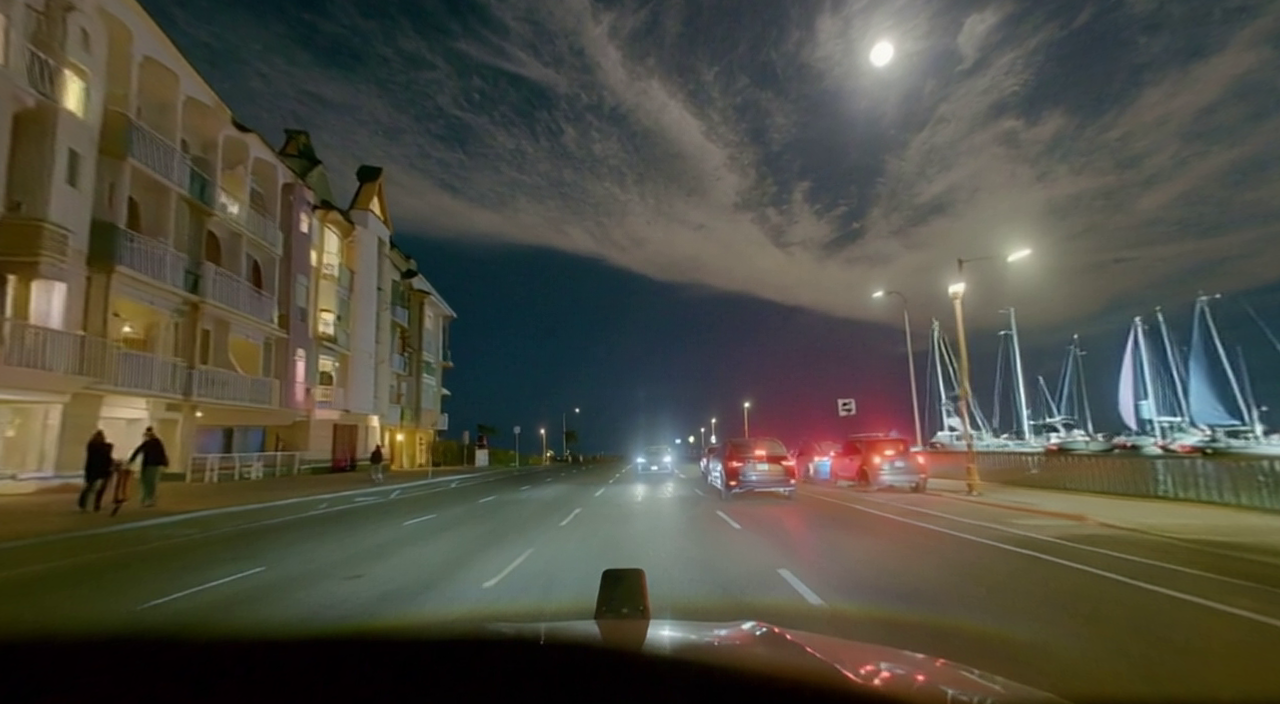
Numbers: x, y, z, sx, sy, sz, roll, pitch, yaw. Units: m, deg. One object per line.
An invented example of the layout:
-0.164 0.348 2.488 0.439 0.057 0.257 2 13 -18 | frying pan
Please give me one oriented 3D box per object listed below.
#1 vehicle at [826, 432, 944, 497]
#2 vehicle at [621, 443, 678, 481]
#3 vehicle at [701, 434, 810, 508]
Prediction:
7.809 3.631 20.655 1.969 1.852 4.514 0 -9 -1 | vehicle
0.415 4.674 27.061 2.284 1.496 3.949 -1 -9 1 | vehicle
2.784 2.985 16.215 2.047 1.640 4.051 0 -9 0 | vehicle
